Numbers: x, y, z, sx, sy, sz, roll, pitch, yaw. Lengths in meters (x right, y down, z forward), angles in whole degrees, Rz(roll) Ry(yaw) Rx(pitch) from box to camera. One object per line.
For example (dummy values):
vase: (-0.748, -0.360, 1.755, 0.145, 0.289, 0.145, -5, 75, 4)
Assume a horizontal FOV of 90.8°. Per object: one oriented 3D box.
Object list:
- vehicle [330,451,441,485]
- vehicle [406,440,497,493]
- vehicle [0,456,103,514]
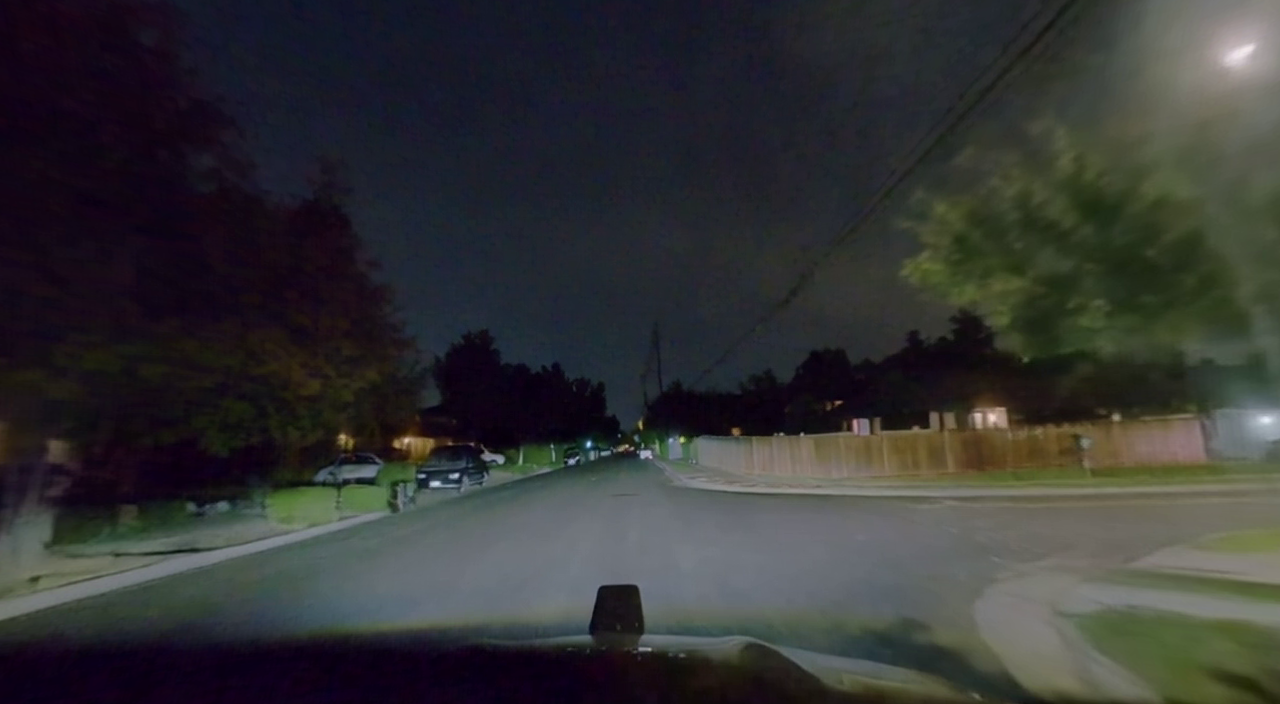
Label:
vehicle: (-12.433, 5.692, 31.090, 4.538, 1.578, 2.000, 0, -9, 1)
vehicle: (-7.442, 4.628, 25.533, 2.091, 1.912, 4.598, 0, -10, 2)
vehicle: (-17.998, 3.677, 17.723, 4.147, 1.423, 1.875, 0, -7, 0)
